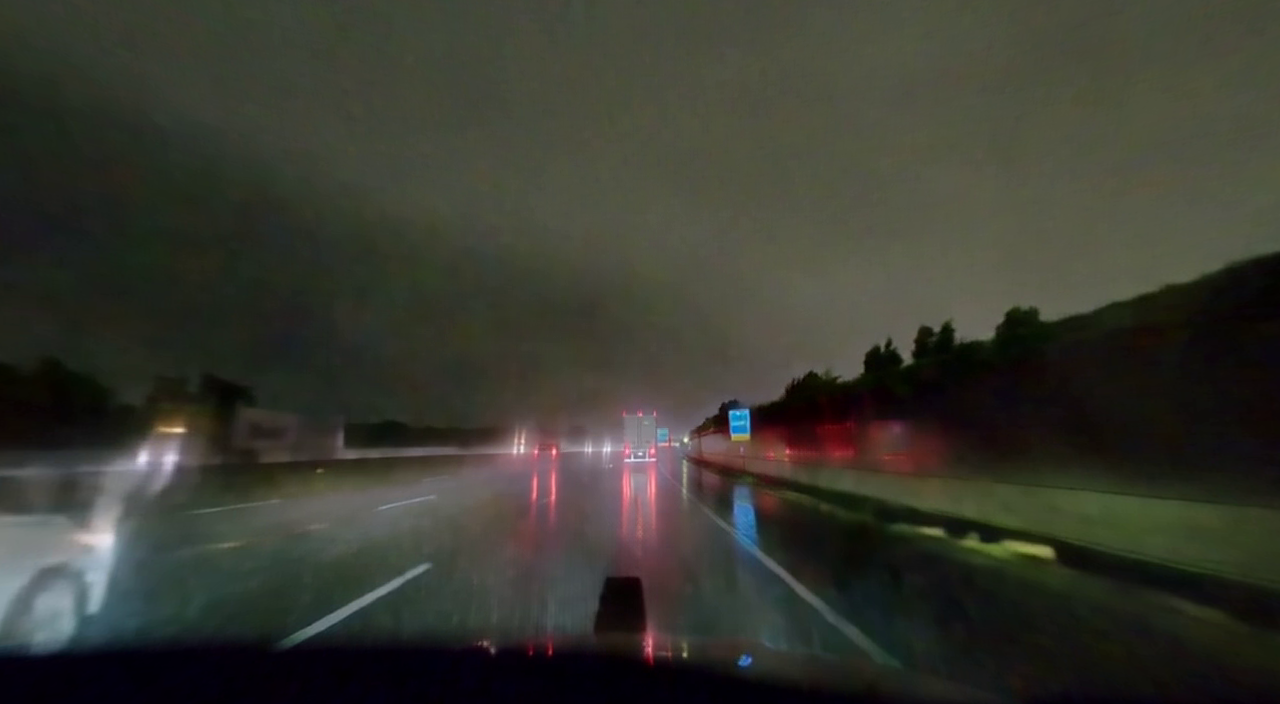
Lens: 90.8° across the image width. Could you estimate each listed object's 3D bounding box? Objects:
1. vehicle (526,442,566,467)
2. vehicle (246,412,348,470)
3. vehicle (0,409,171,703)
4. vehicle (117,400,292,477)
[{"bbox_3d":[-6.543,7.208,44.360,2.067,1.676,4.789,0,-9,1],"label":"vehicle"},{"bbox_3d":[-25.365,6.716,47.262,2.879,3.905,8.219,0,-9,0],"label":"vehicle"},{"bbox_3d":[-4.066,0.891,2.068,2.024,1.515,3.907,0,-9,0],"label":"vehicle"},{"bbox_3d":[-25.381,5.274,37.817,2.961,3.925,10.312,0,-9,1],"label":"vehicle"}]
